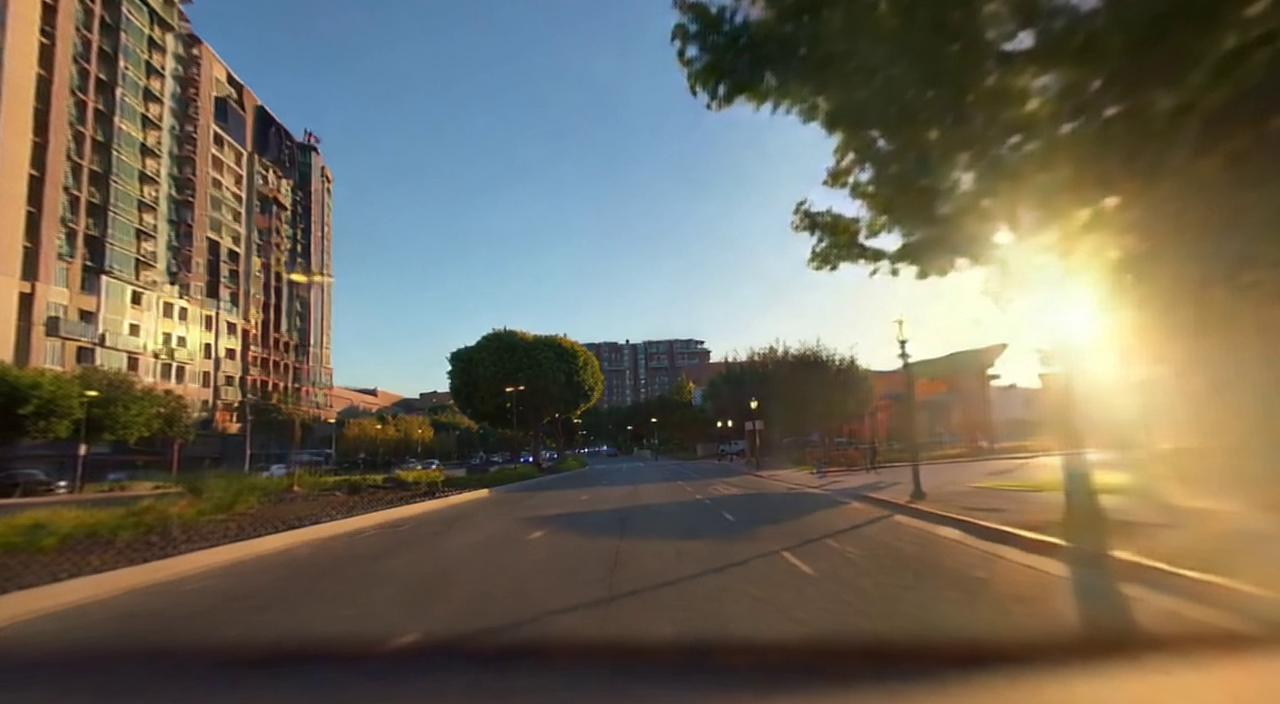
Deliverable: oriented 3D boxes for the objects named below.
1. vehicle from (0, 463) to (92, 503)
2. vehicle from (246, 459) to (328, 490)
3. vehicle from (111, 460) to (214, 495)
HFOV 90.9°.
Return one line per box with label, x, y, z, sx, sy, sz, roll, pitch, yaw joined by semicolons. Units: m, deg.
vehicle;-31.657;6.732;32.711;2.235;1.777;4.963;1;-8;-5
vehicle;-18.915;6.585;34.039;1.835;1.417;4.352;0;-8;2
vehicle;-26.082;6.846;34.662;2.124;1.650;4.413;0;-8;1
